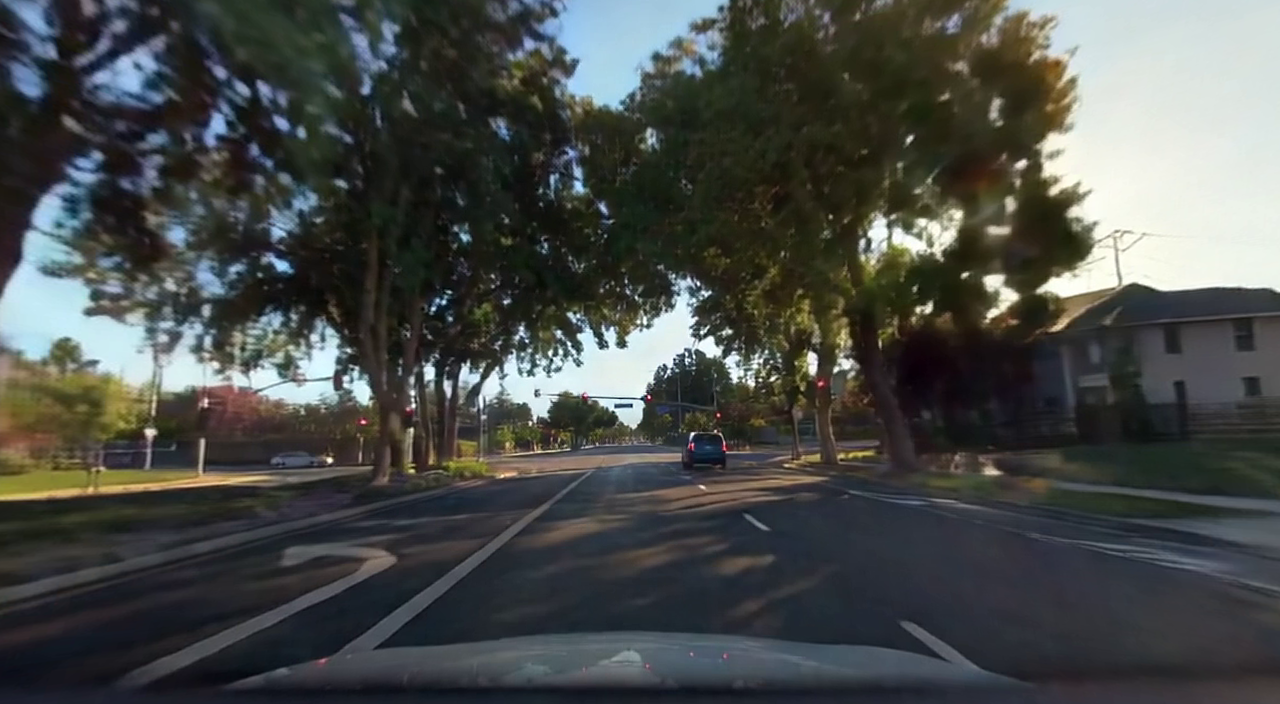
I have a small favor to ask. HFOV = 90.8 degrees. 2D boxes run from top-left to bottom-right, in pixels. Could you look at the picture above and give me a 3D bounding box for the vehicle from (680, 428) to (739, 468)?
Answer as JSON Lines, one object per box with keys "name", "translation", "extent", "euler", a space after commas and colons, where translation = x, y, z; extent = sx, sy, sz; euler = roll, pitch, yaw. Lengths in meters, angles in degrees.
{"name": "vehicle", "translation": [3.316, 4.755, 31.205], "extent": [2.229, 1.795, 4.927], "euler": [0, -9, -2]}
